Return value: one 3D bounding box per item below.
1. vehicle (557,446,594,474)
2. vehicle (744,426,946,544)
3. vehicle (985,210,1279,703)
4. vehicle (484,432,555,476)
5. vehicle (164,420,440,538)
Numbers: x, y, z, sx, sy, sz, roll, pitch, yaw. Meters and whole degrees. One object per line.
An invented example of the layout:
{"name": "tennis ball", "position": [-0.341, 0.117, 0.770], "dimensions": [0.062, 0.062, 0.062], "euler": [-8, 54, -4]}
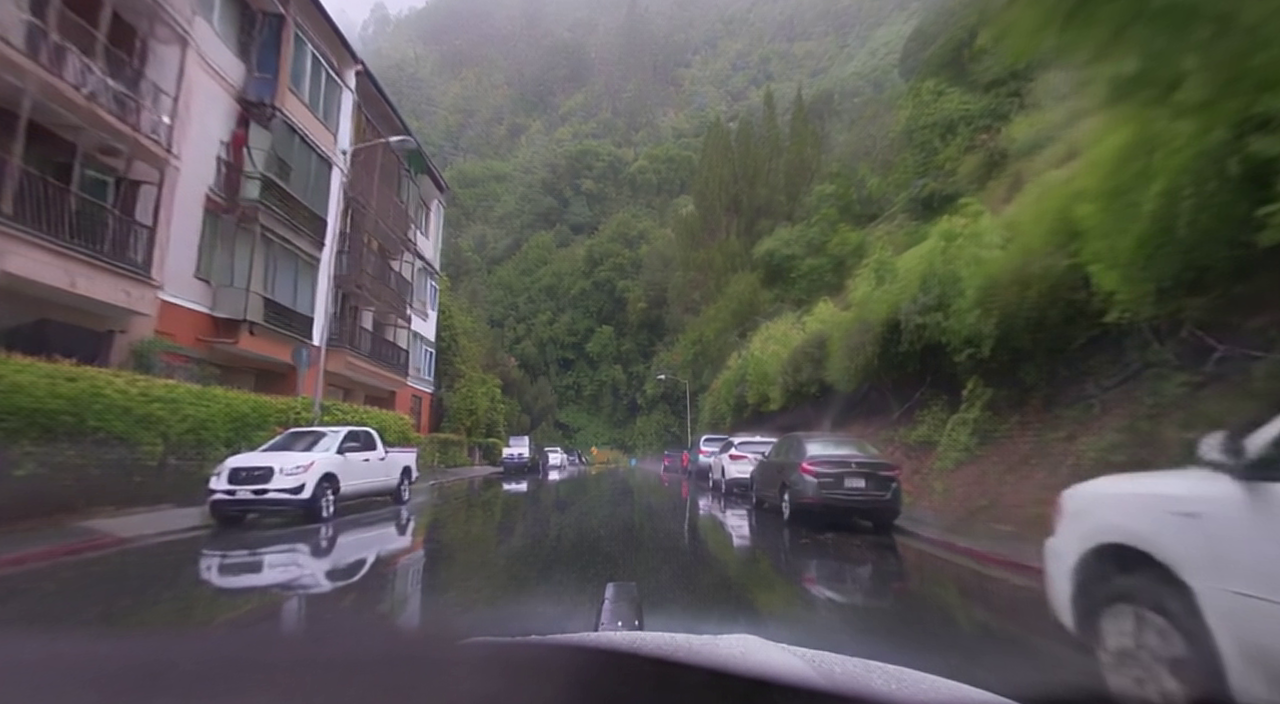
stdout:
{"name": "vehicle", "position": [-3.570, 6.141, 35.485], "dimensions": [1.856, 1.474, 4.522], "euler": [1, -11, -4]}
{"name": "vehicle", "position": [3.199, 2.170, 10.950], "dimensions": [1.926, 1.602, 4.433], "euler": [0, -8, -1]}
{"name": "vehicle", "position": [3.482, 0.465, 1.218], "dimensions": [2.482, 2.184, 5.383], "euler": [0, -8, -1]}
{"name": "vehicle", "position": [-6.454, 5.696, 34.542], "dimensions": [2.692, 1.949, 5.948], "euler": [0, -13, 0]}
{"name": "vehicle", "position": [-6.220, 2.413, 12.758], "dimensions": [2.374, 1.843, 5.638], "euler": [0, -8, 1]}
